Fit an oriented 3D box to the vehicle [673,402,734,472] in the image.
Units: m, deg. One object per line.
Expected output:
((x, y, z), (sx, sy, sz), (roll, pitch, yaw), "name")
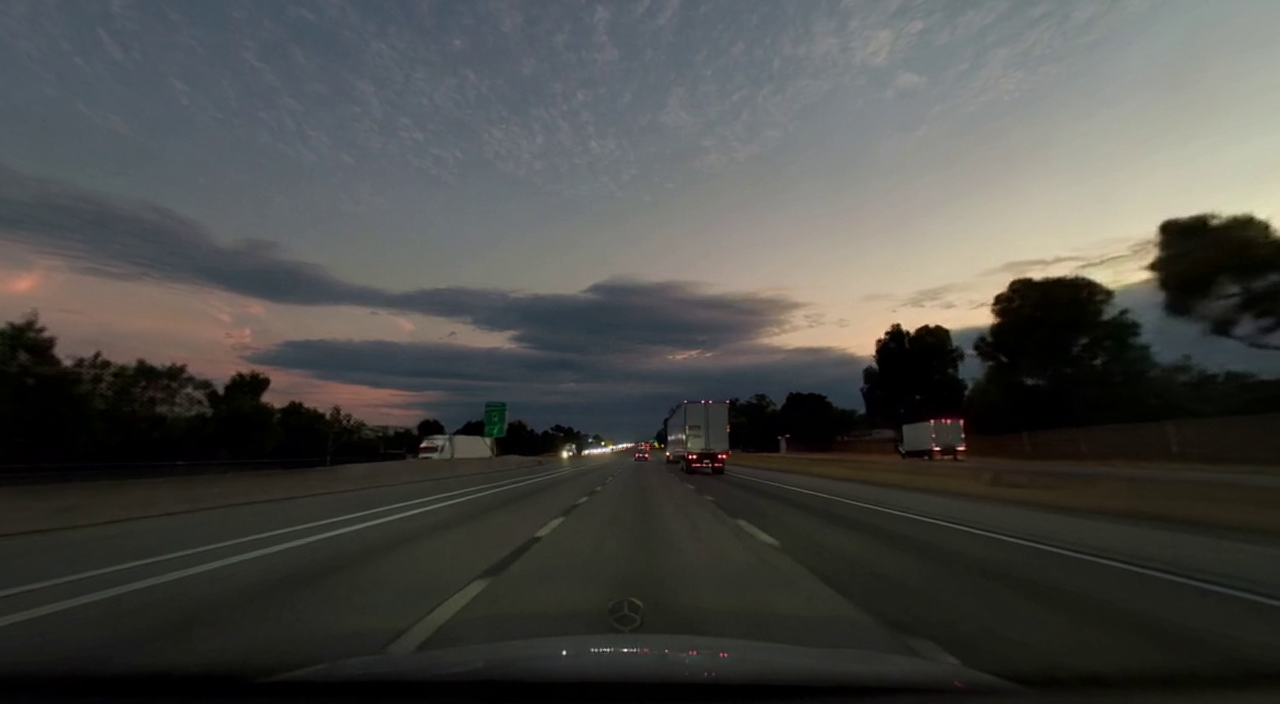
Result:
((4.265, 6.234, 45.424), (3.058, 4.312, 12.251), (0, -9, 0), "vehicle")
